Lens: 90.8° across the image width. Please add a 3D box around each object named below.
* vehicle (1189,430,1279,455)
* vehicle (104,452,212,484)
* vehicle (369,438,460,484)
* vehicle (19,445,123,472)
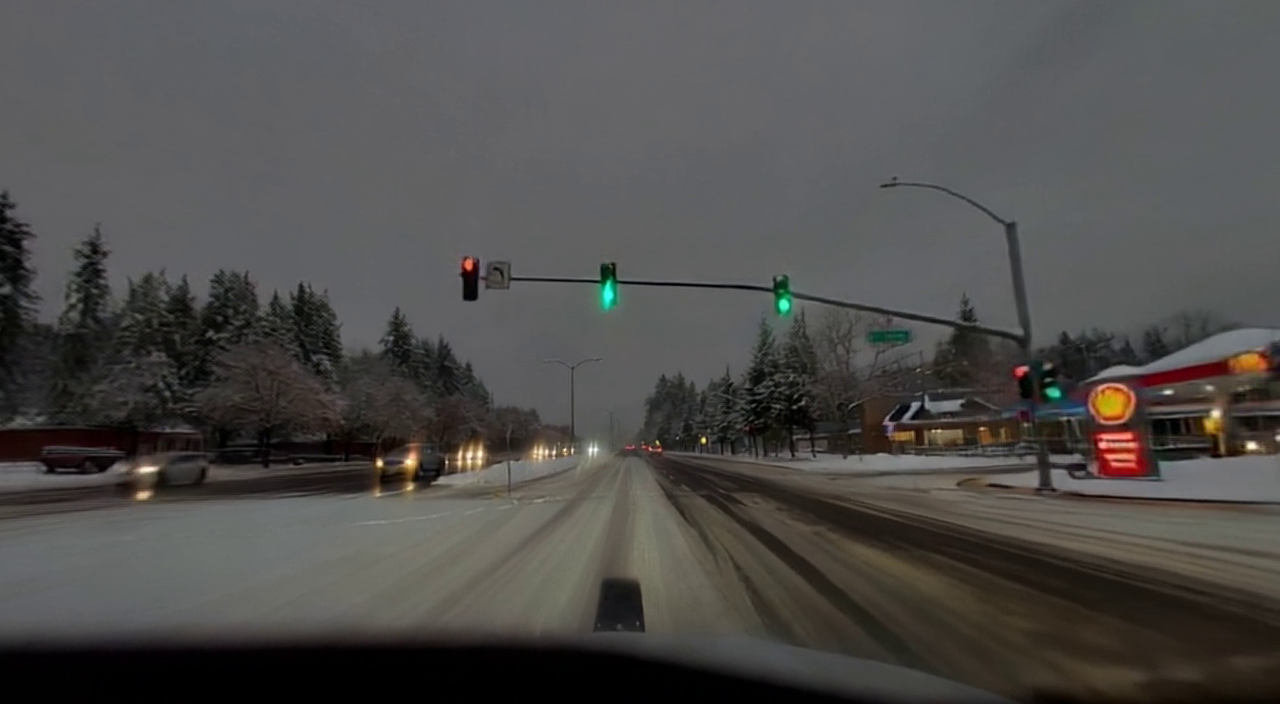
[{"bbox_3d":[39.720,6.076,42.220,1.929,1.589,4.430,0,-8,-2],"label":"vehicle"},{"bbox_3d":[-25.252,6.090,33.361,1.866,1.486,4.661,0,-8,3],"label":"vehicle"},{"bbox_3d":[-8.497,4.175,24.224,1.913,1.478,4.312,-4,-10,0],"label":"vehicle"},{"bbox_3d":[-43.904,8.207,48.987,2.394,1.887,5.679,-1,-8,6],"label":"vehicle"}]
